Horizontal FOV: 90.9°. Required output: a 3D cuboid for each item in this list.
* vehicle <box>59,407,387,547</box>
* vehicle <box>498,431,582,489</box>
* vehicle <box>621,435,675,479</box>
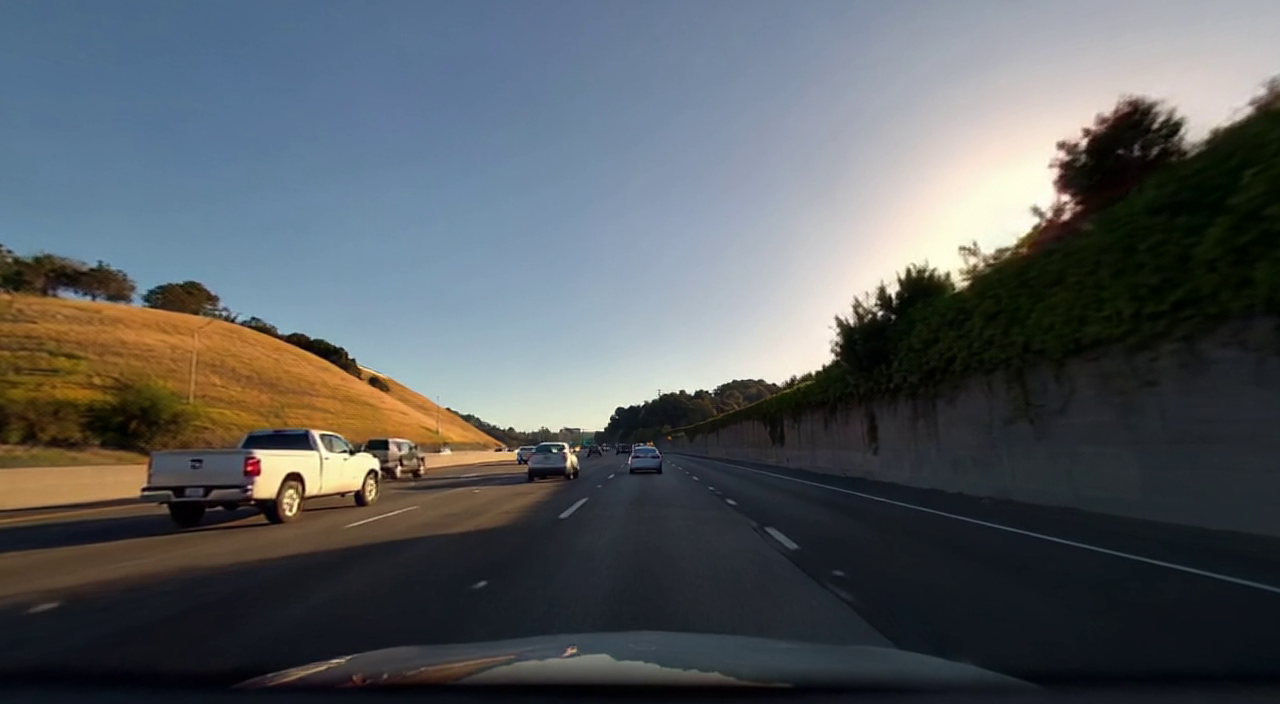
[{"bbox_3d":[-6.663,2.068,11.133,2.108,1.856,5.214,0,-9,1],"label":"vehicle"},{"bbox_3d":[-3.346,3.734,22.128,2.093,1.820,4.506,0,-9,1],"label":"vehicle"},{"bbox_3d":[0.332,4.674,28.414,2.233,1.804,4.273,0,-9,0],"label":"vehicle"}]
